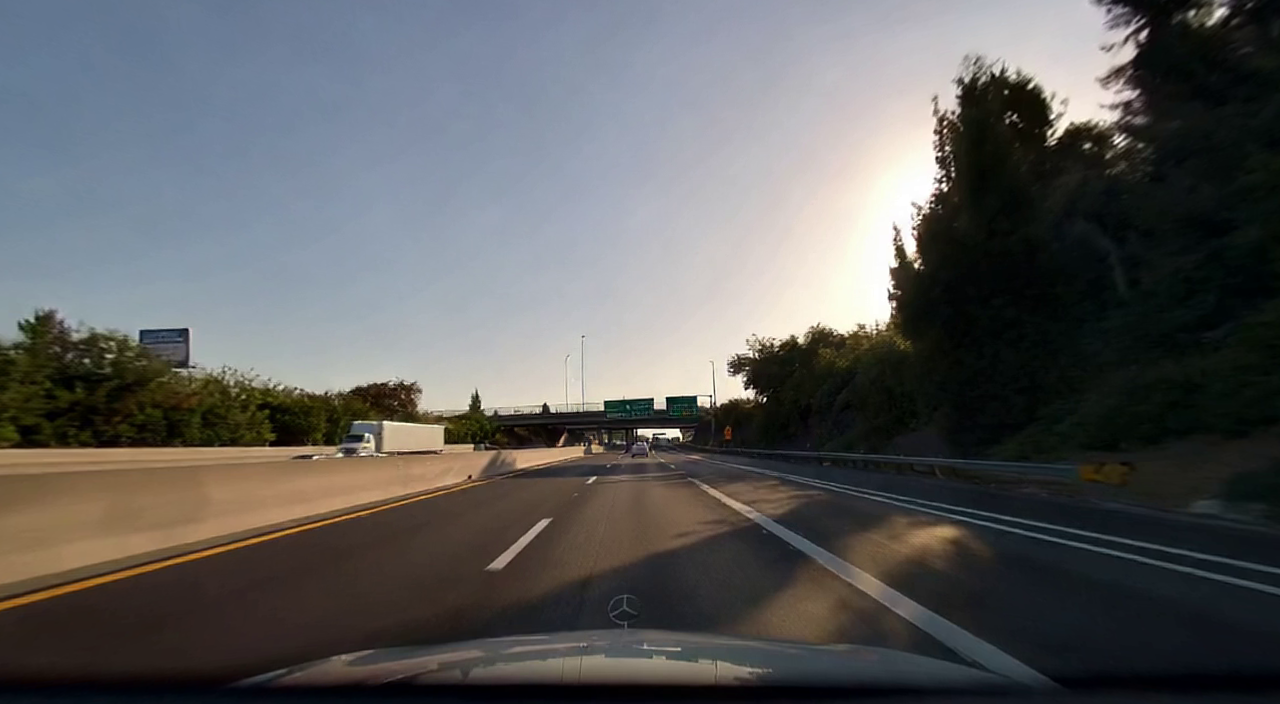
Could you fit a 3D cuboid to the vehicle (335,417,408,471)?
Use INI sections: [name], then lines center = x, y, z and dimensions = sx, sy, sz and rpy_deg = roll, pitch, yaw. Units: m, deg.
[vehicle]
center = -20.773, 7.199, 49.036
dimensions = 2.951, 3.866, 6.101
rpy_deg = 0, -8, 0
